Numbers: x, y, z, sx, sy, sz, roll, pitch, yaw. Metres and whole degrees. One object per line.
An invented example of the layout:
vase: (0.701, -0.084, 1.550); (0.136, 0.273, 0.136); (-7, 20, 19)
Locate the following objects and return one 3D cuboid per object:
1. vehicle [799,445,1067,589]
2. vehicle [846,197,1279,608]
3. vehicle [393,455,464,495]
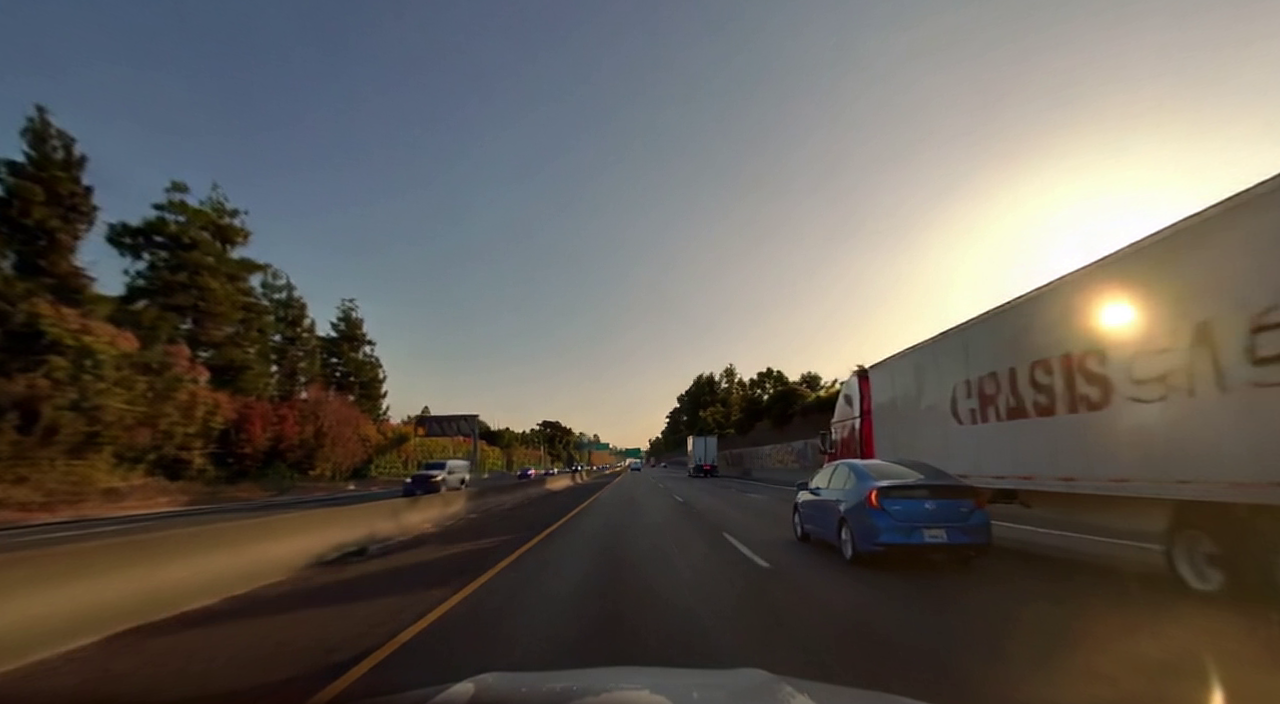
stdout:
vehicle: (3.774, 2.228, 8.973); (2.011, 1.574, 3.512); (-1, -11, -1)
vehicle: (8.018, 1.378, 10.982); (3.298, 4.017, 16.824); (1, -10, 0)
vehicle: (-12.093, 7.075, 36.494); (2.385, 2.090, 4.902); (1, -10, 0)
